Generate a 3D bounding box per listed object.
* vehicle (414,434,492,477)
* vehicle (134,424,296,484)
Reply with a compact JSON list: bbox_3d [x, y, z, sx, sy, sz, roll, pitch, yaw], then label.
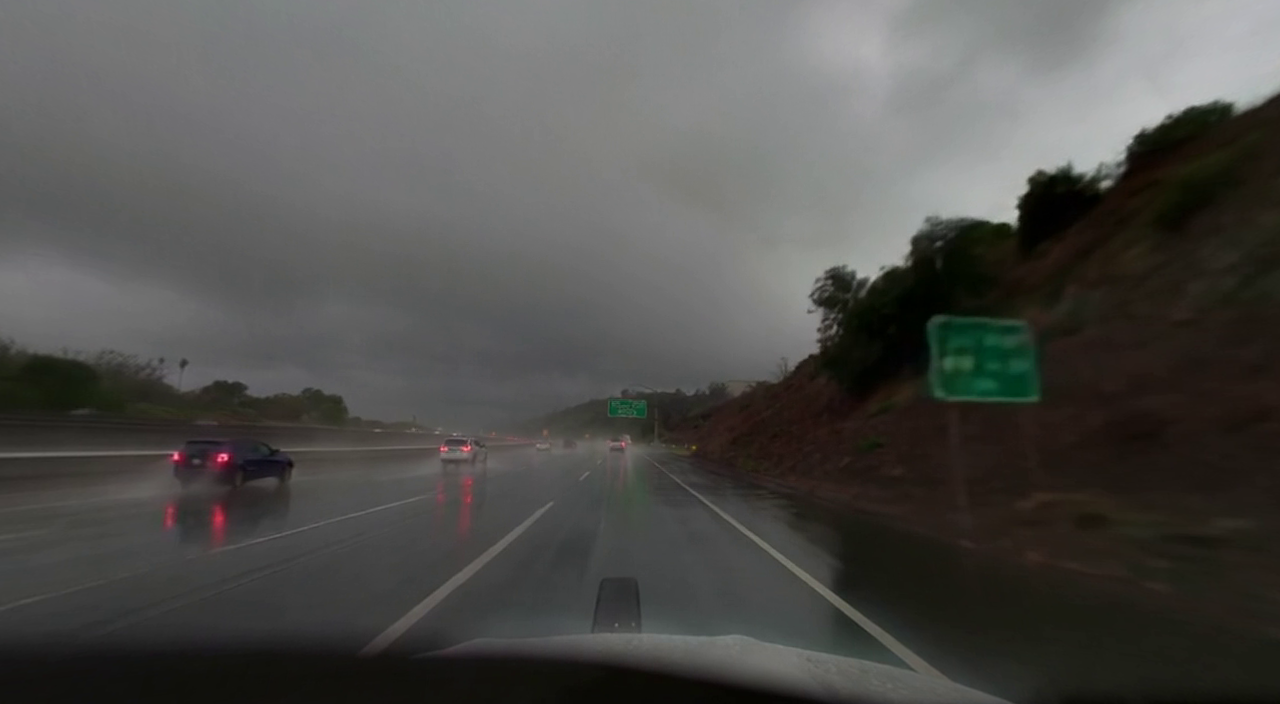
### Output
[{"bbox_3d":[-8.038,4.488,27.596,2.104,1.715,4.319,0,-9,-1],"label":"vehicle"},{"bbox_3d":[-15.450,3.764,23.491,2.240,1.953,5.452,0,-9,-1],"label":"vehicle"}]
